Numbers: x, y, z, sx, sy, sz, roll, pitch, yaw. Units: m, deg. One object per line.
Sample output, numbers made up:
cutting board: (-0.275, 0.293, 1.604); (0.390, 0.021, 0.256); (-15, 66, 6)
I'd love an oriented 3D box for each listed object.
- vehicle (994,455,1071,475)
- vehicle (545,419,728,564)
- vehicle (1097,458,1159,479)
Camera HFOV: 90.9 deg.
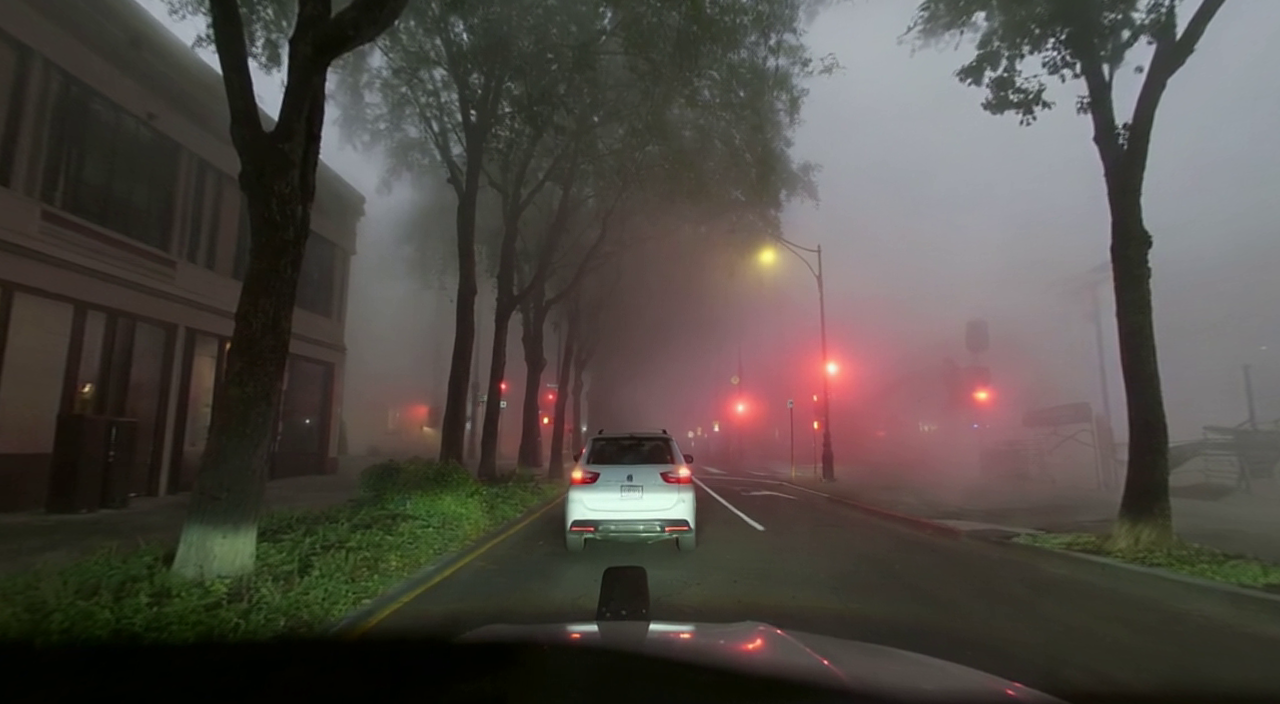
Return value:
vehicle: (29.783, 8.584, 47.918); (4.668, 1.441, 1.904); (1, -9, -6)
vehicle: (-0.083, 1.873, 9.147); (2.079, 1.621, 3.861); (0, -8, -1)
vehicle: (36.980, 8.819, 47.798); (3.445, 1.363, 1.608); (2, -8, -1)
